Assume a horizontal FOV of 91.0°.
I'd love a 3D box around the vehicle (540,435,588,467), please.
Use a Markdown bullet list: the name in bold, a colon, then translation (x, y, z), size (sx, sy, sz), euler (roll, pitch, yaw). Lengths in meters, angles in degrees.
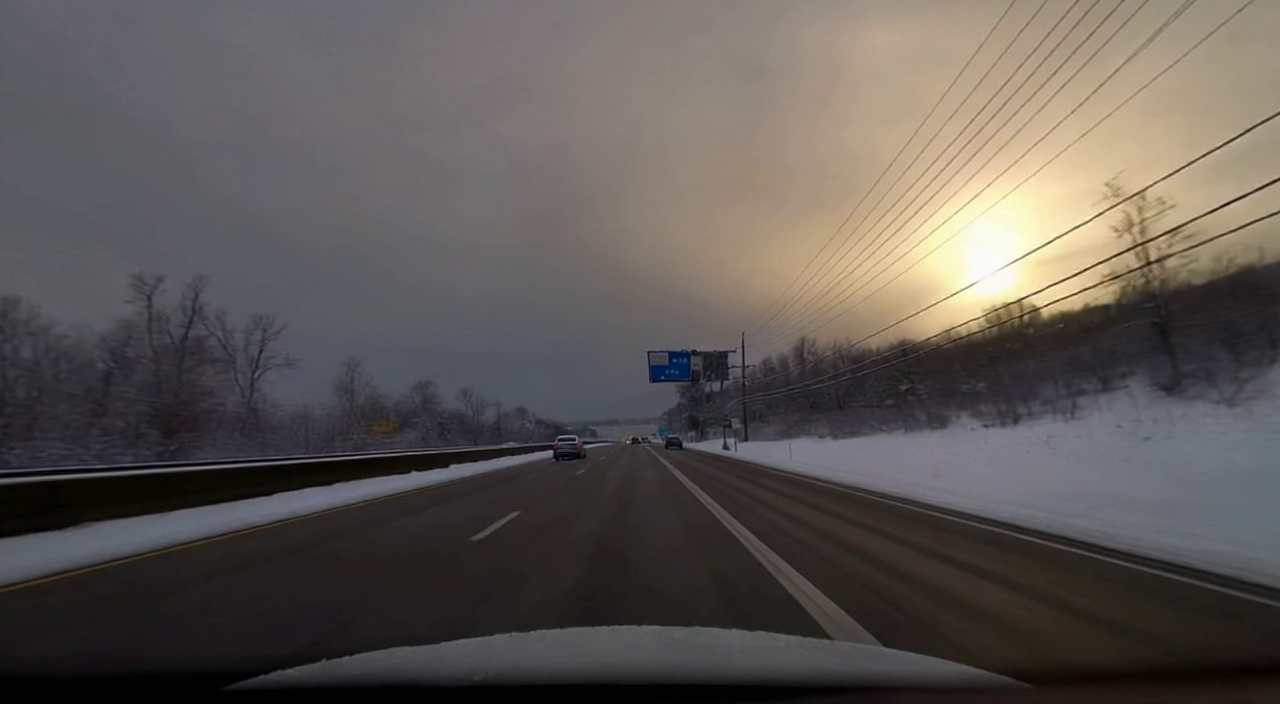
- **vehicle**: translation (-3.969, 5.270, 33.694), size (2.016, 1.543, 4.870), euler (0, -8, 0)
